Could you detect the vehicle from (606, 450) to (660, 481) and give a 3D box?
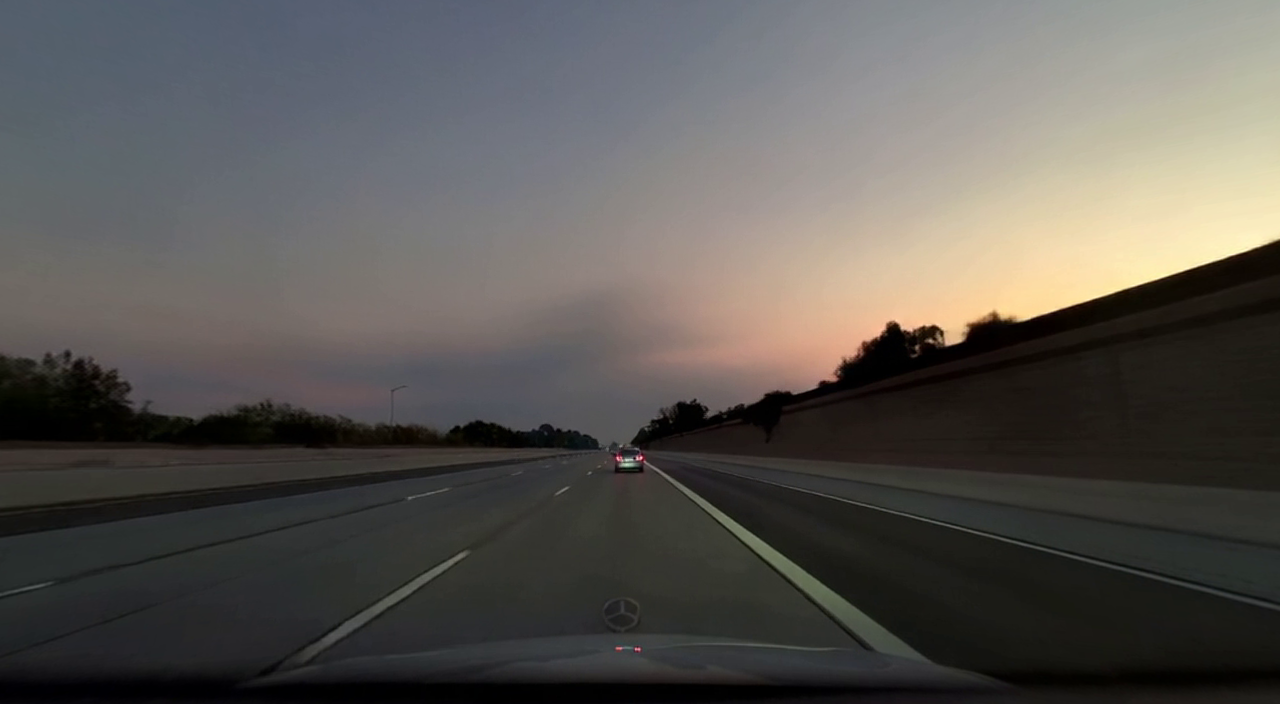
[{"bbox_3d":[-0.388,5.455,30.434,2.398,1.336,5.698,0,-9,-2],"label":"vehicle"}]
